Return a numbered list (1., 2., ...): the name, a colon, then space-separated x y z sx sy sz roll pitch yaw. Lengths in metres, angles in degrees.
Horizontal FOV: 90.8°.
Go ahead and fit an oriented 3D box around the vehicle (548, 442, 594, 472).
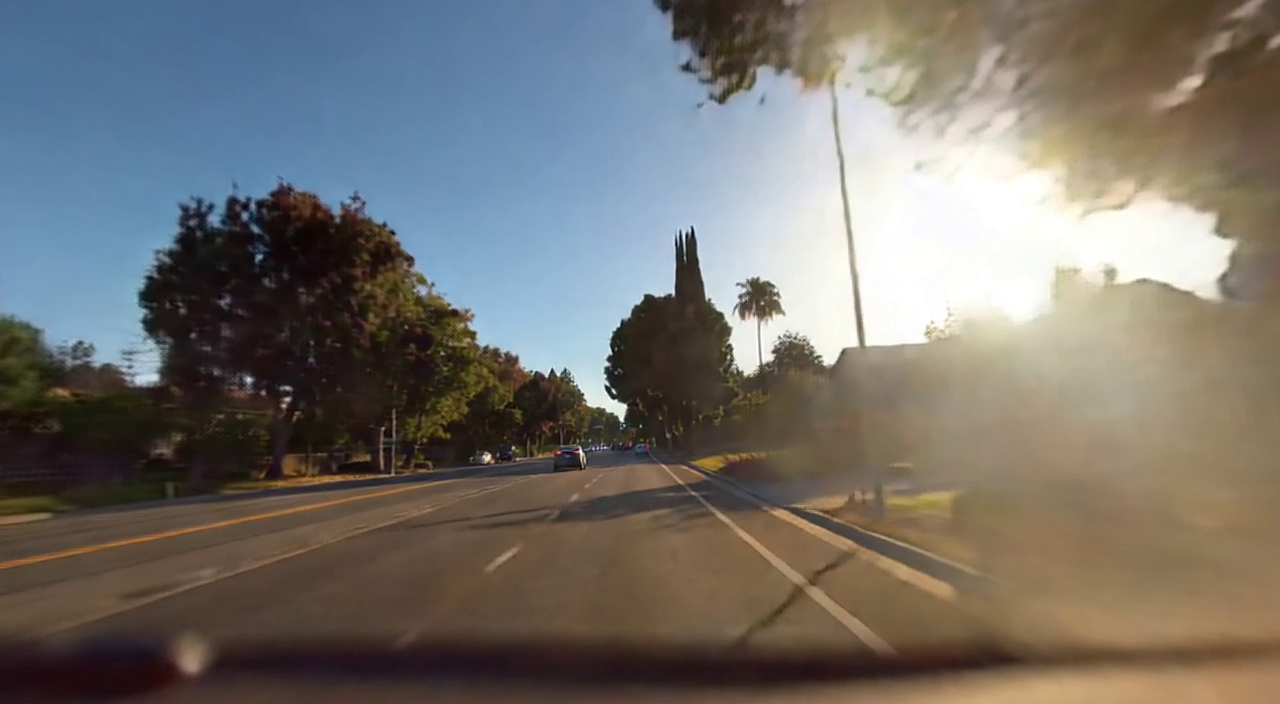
1. vehicle: -3.570 5.519 33.469 1.992 1.447 4.044 -1 -8 0
